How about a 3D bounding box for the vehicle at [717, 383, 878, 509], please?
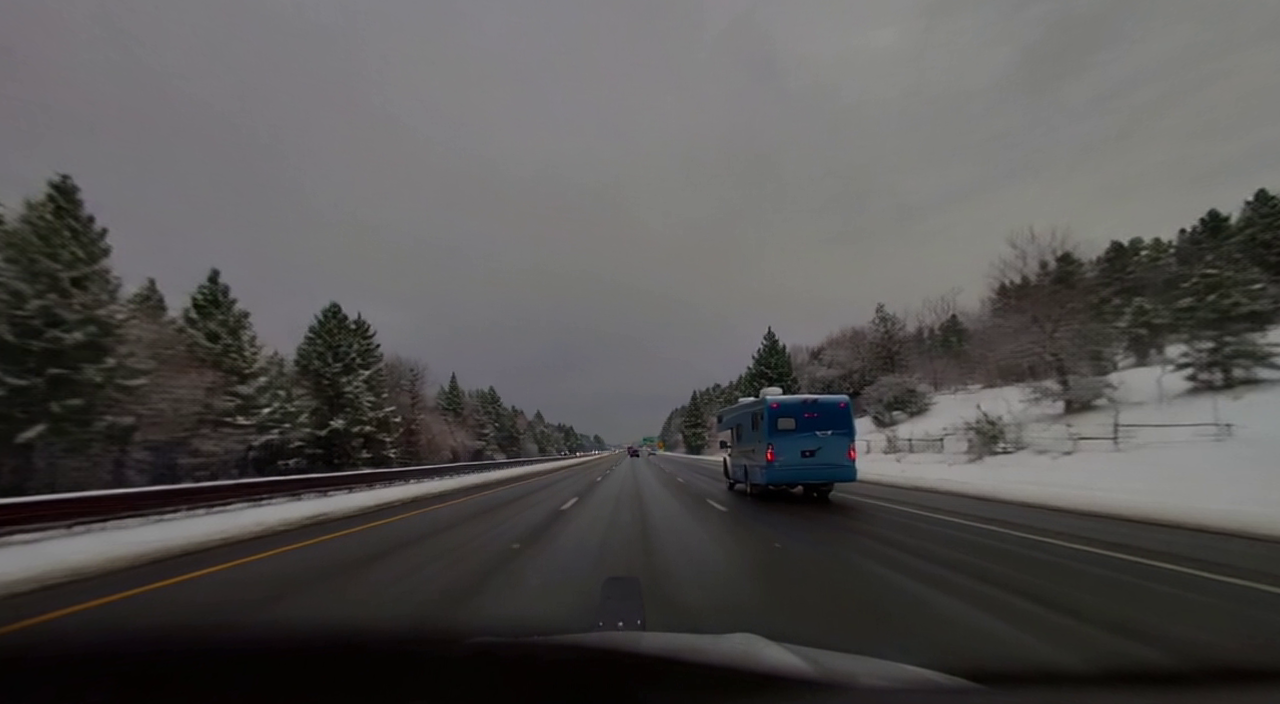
[{"bbox_3d":[3.869,2.545,17.133,2.556,2.763,6.287,0,-9,-2],"label":"vehicle"}]
